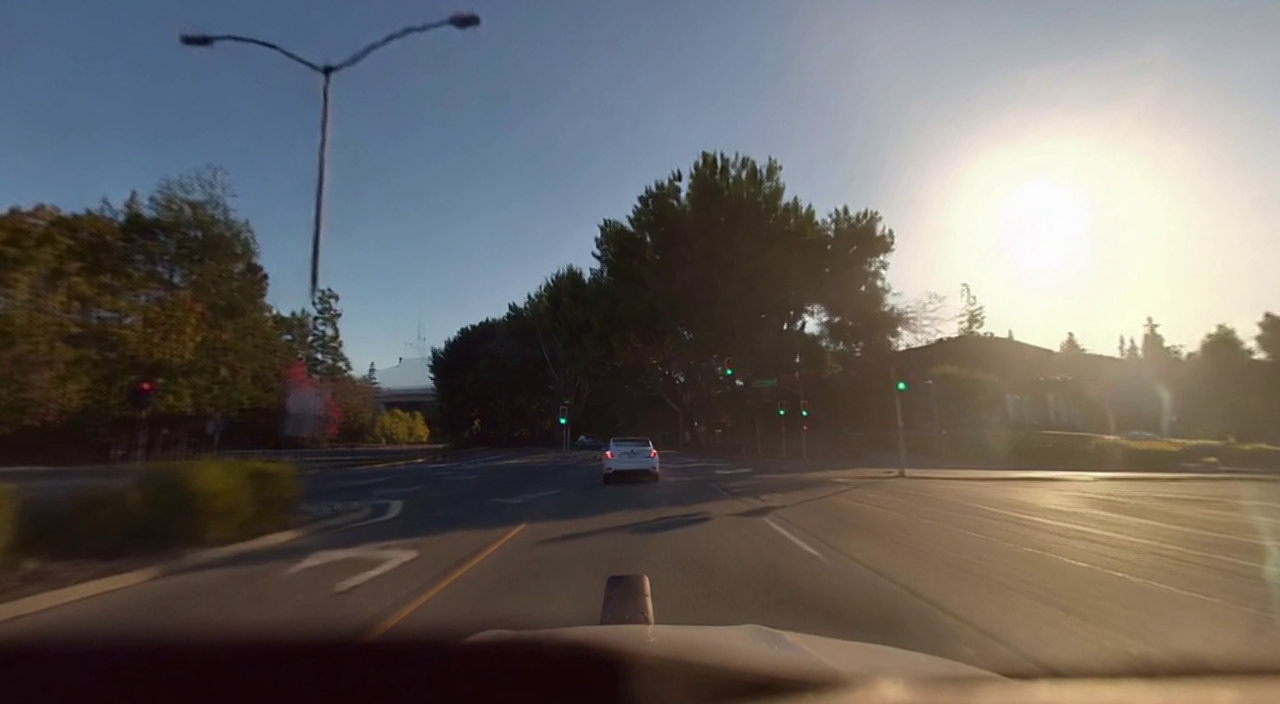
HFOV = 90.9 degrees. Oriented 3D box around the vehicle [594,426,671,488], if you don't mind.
[{"bbox_3d":[-0.215,3.300,19.997,2.192,1.734,4.176,0,-8,0],"label":"vehicle"}]
